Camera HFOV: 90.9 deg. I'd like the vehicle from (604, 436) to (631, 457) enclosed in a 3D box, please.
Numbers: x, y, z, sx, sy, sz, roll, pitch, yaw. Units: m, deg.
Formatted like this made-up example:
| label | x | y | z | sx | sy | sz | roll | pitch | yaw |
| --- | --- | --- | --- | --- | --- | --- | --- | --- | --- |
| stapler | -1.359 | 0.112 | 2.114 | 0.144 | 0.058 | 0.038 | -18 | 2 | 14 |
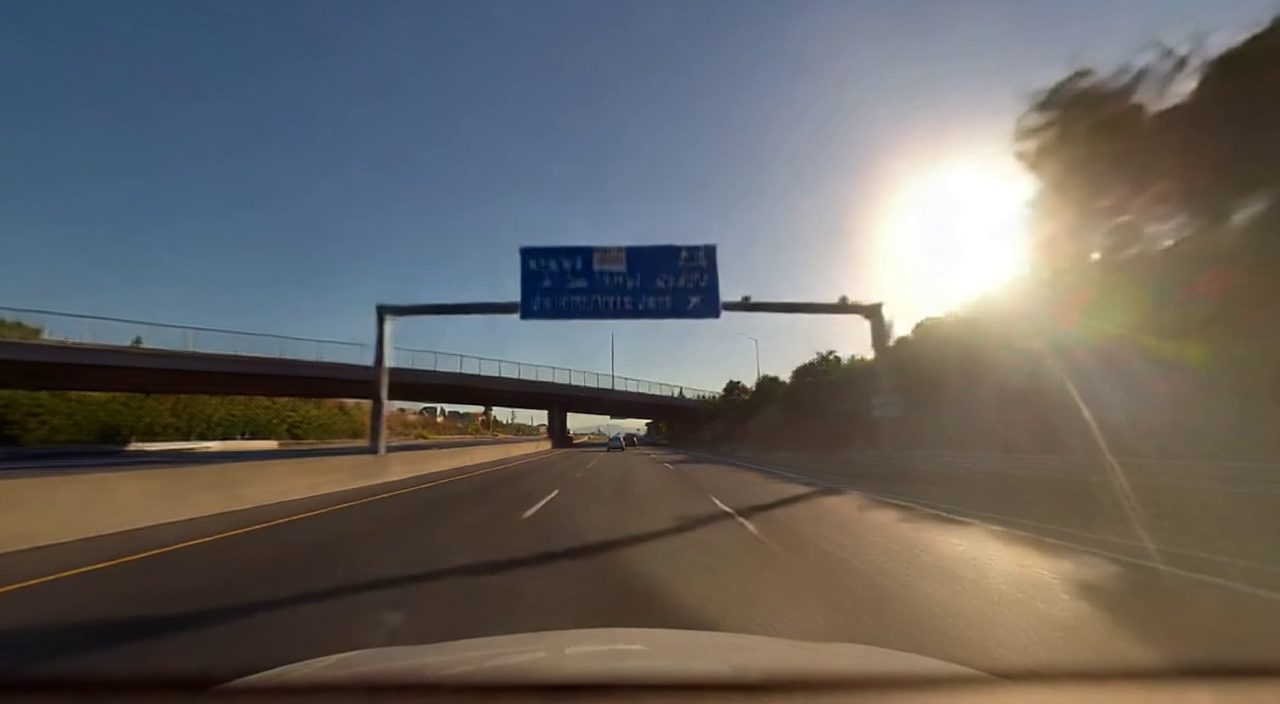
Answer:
| label | x | y | z | sx | sy | sz | roll | pitch | yaw |
| --- | --- | --- | --- | --- | --- | --- | --- | --- | --- |
| vehicle | -1.671 | 7.087 | 47.621 | 1.993 | 1.519 | 4.046 | 0 | -8 | -1 |
